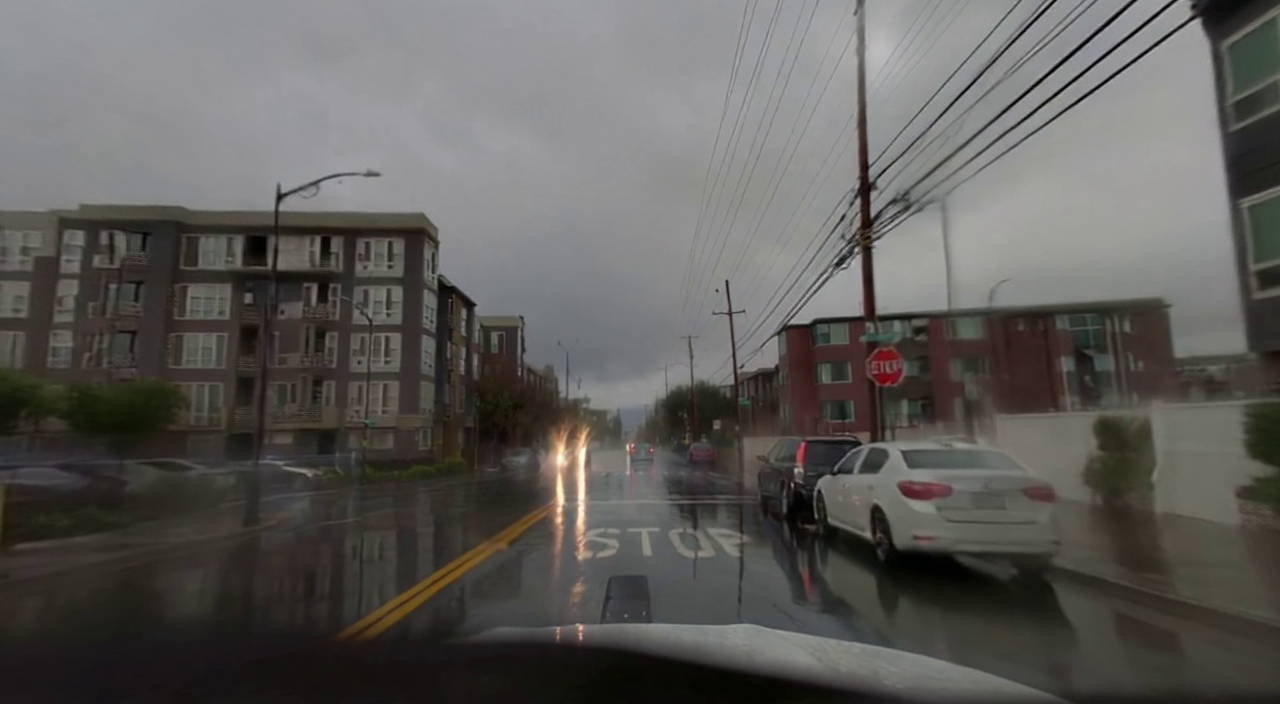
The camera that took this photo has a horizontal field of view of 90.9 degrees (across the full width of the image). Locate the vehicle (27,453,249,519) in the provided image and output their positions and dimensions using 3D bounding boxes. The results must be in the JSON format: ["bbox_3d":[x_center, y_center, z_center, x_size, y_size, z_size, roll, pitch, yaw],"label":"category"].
[{"bbox_3d":[-16.429,4.383,20.889,5.392,1.808,2.324,-3,-9,1],"label":"vehicle"}]

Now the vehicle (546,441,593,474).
[{"bbox_3d":[-4.169,6.359,38.117,2.201,1.801,4.750,-1,-9,2],"label":"vehicle"}]

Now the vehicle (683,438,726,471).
[{"bbox_3d":[3.868,6.275,38.695,2.164,1.721,4.416,-4,-9,1],"label":"vehicle"}]

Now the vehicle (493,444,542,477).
[{"bbox_3d":[-7.531,6.692,39.147,2.140,1.874,4.475,-1,-9,0],"label":"vehicle"}]

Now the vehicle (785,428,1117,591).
[{"bbox_3d":[3.474,1.841,8.285,1.888,1.495,4.567,0,-9,-2],"label":"vehicle"}]

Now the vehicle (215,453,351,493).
[{"bbox_3d":[-17.144,5.817,30.462,5.354,1.773,1.991,-1,-9,0],"label":"vehicle"}]
